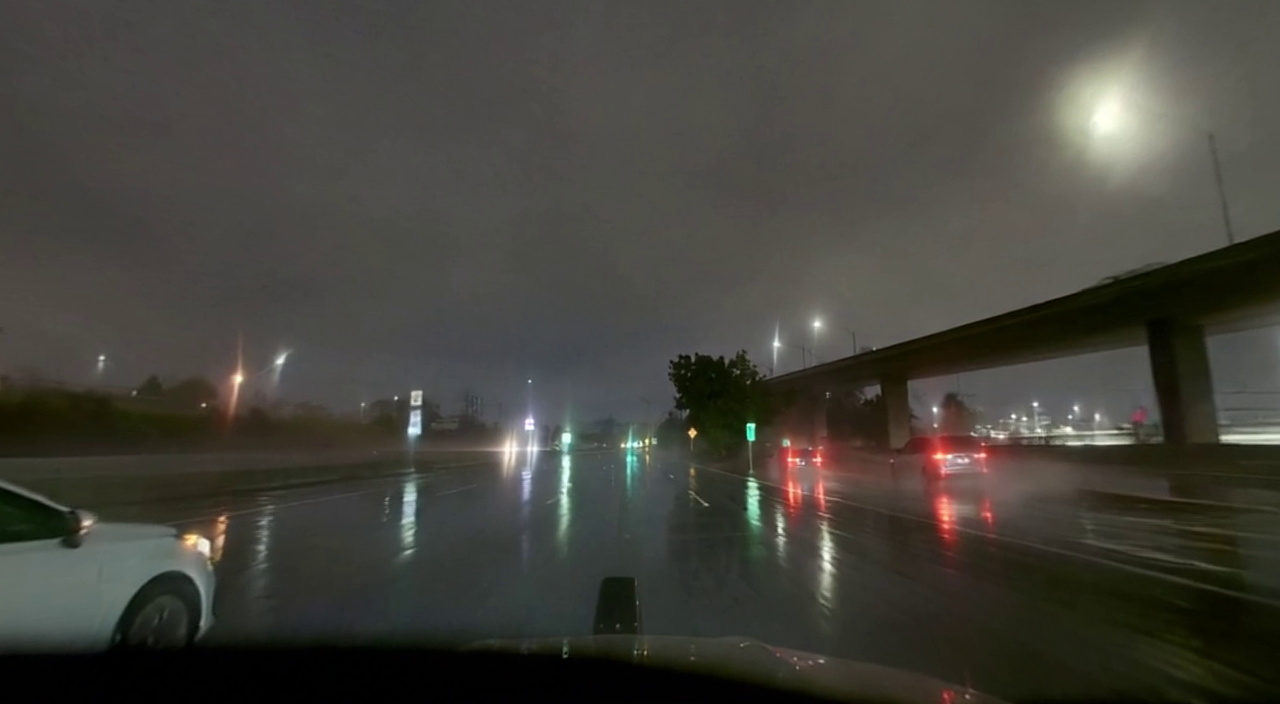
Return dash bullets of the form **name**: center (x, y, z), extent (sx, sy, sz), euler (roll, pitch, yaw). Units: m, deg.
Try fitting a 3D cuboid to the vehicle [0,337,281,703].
- **vehicle**: center (-3.309, 0.738, 1.703), extent (2.178, 1.699, 4.321), euler (0, -8, -1)
